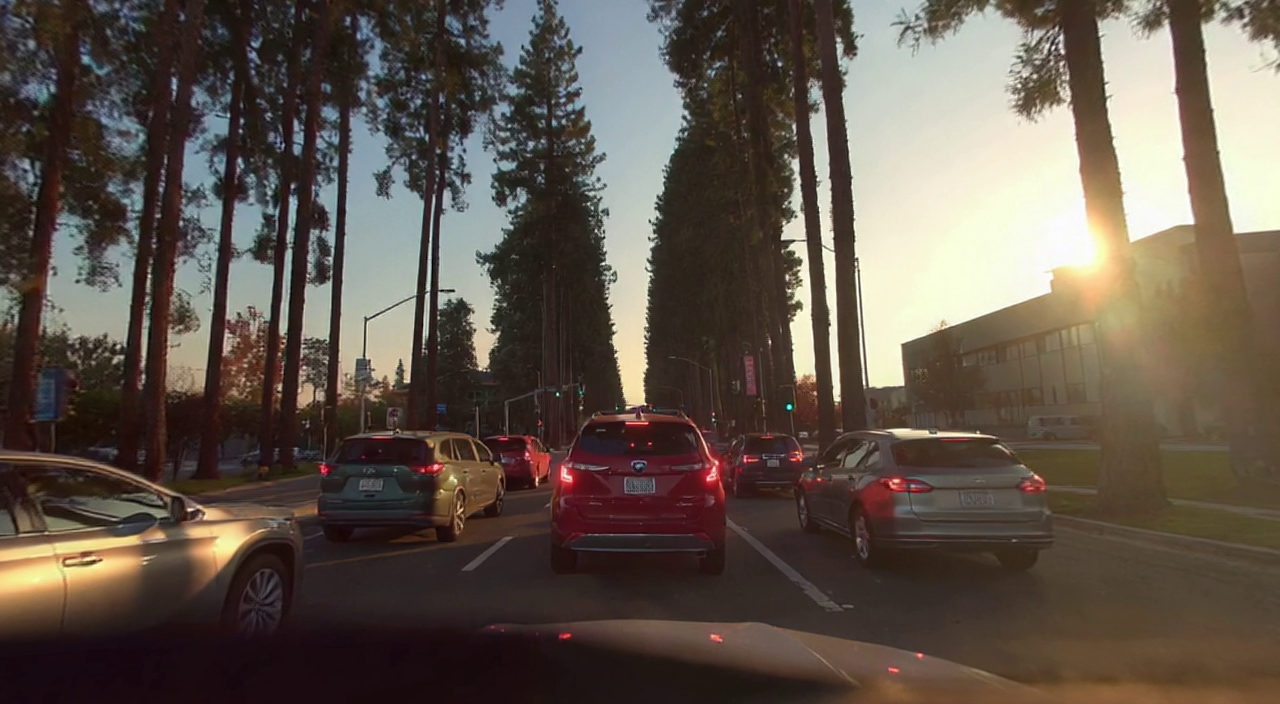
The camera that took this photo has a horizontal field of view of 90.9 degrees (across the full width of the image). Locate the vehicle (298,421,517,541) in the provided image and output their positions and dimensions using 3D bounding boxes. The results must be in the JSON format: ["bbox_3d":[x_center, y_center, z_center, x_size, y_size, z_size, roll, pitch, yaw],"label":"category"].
[{"bbox_3d":[-3.653,2.110,10.933,2.042,1.641,4.314,0,-8,1],"label":"vehicle"}]

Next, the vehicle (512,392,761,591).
[{"bbox_3d":[-0.009,1.530,7.657,2.193,1.744,4.033,0,-8,1],"label":"vehicle"}]

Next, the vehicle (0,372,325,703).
[{"bbox_3d":[-3.778,0.992,3.309,1.929,1.641,4.193,0,-8,2],"label":"vehicle"}]

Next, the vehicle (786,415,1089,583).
[{"bbox_3d":[3.261,1.665,7.867,1.922,1.579,3.642,0,-8,-1],"label":"vehicle"}]
